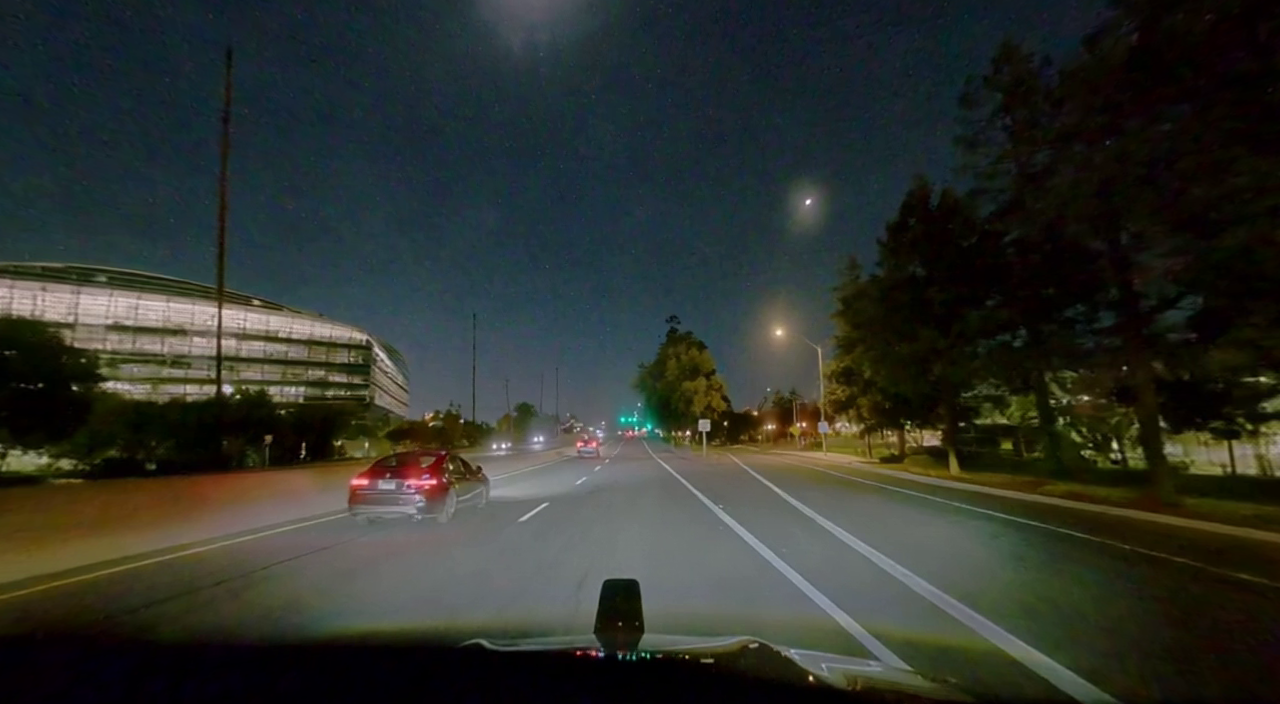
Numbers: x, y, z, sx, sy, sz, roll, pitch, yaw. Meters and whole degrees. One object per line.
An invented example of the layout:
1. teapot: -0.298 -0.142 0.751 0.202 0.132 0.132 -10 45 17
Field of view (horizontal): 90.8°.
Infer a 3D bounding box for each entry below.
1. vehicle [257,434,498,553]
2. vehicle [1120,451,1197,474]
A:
1. vehicle: -3.919 2.171 10.540 1.984 1.521 4.682 0 -8 0
2. vehicle: 38.175 8.106 46.528 4.389 1.446 1.938 -1 -8 -13
